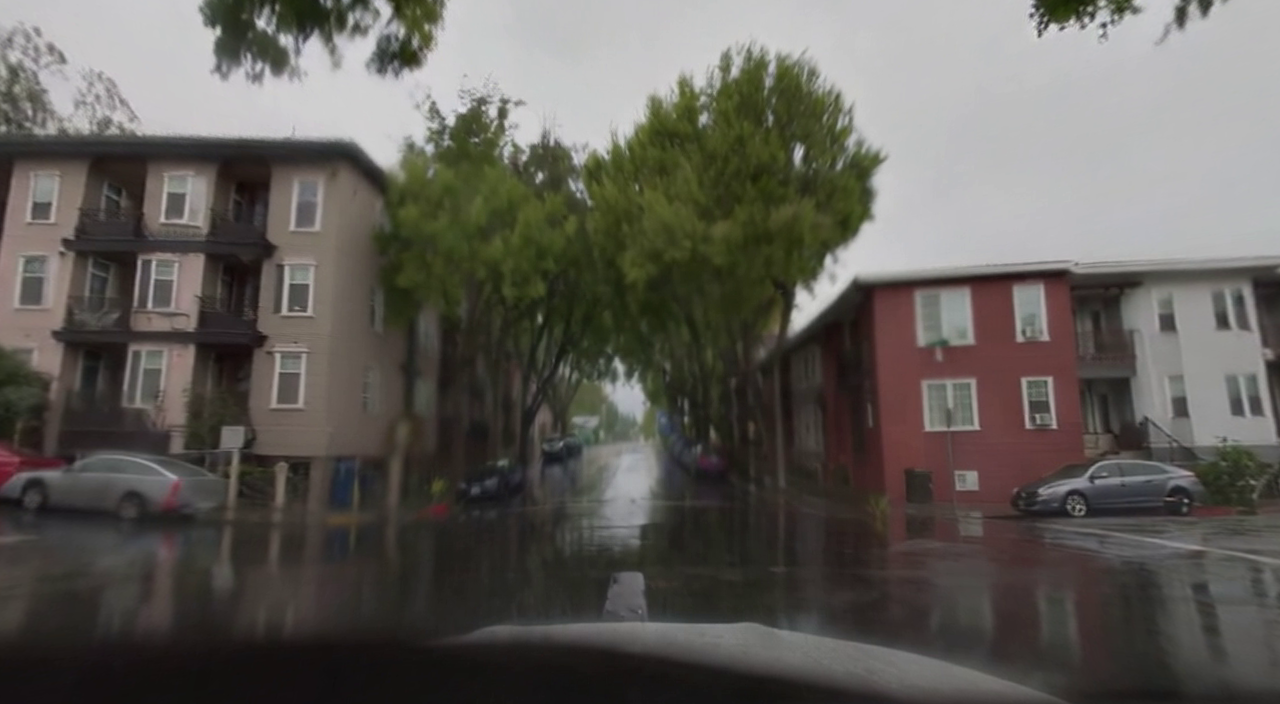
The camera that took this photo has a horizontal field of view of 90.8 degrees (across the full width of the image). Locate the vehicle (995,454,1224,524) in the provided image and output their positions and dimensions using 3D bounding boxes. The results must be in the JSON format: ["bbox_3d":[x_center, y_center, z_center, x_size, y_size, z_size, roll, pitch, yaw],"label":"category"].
[{"bbox_3d":[12.523,3.652,17.098,4.596,1.690,1.972,0,-8,-1],"label":"vehicle"}]

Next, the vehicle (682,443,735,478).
[{"bbox_3d":[3.426,5.551,32.615,2.051,1.526,4.673,0,-7,-2],"label":"vehicle"}]

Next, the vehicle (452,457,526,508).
[{"bbox_3d":[-5.850,5.066,24.965,1.987,1.662,4.141,-2,-8,-1],"label":"vehicle"}]

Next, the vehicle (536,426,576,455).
[{"bbox_3d":[-6.157,6.482,46.691,2.101,1.732,4.119,-3,-4,3],"label":"vehicle"}]

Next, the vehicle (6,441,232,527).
[{"bbox_3d":[-13.953,3.581,17.131,4.243,1.676,1.844,7,-13,1],"label":"vehicle"}]
